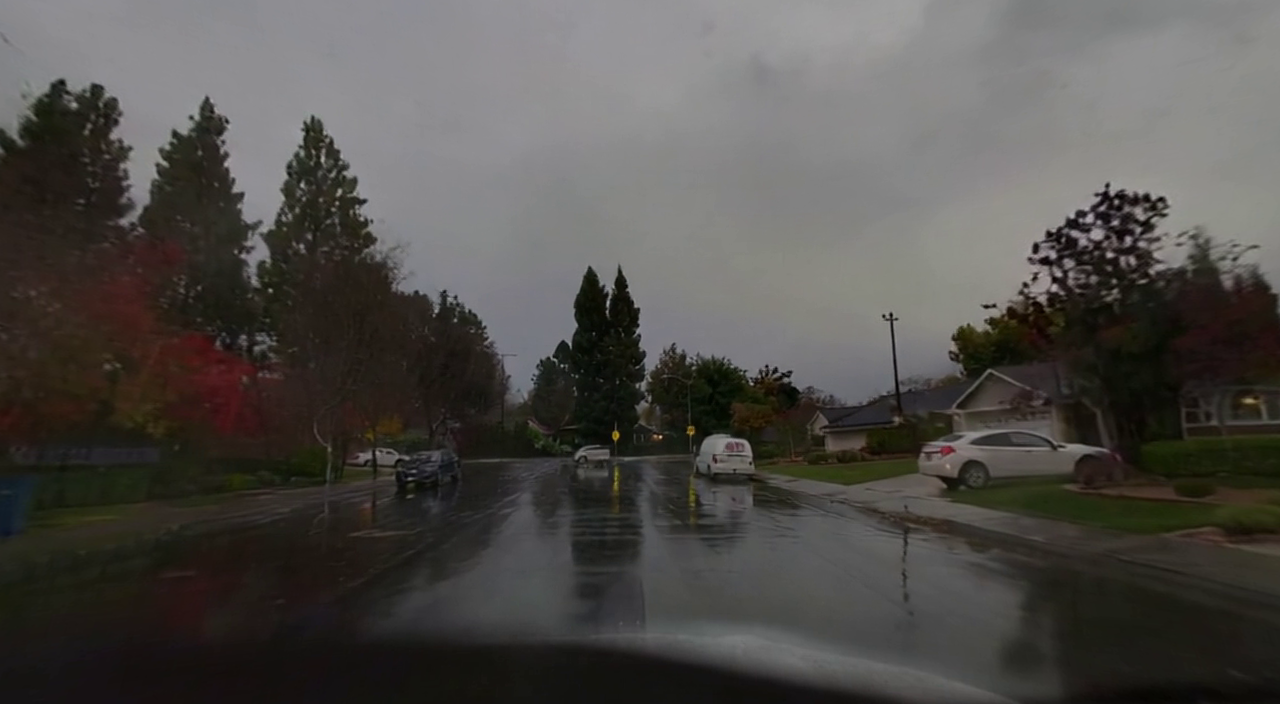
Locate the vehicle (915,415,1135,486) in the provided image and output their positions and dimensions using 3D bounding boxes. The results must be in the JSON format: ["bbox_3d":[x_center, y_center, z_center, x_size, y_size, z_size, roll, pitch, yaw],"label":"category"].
[{"bbox_3d":[10.550,2.740,17.630,4.733,1.843,2.005,0,-9,1],"label":"vehicle"}]

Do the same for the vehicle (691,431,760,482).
[{"bbox_3d":[3.457,4.360,26.494,2.051,1.925,4.625,0,-9,-2],"label":"vehicle"}]

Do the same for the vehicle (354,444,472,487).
[{"bbox_3d":[-10.261,5.108,28.749,4.620,1.695,2.004,5,-11,-40],"label":"vehicle"}]
